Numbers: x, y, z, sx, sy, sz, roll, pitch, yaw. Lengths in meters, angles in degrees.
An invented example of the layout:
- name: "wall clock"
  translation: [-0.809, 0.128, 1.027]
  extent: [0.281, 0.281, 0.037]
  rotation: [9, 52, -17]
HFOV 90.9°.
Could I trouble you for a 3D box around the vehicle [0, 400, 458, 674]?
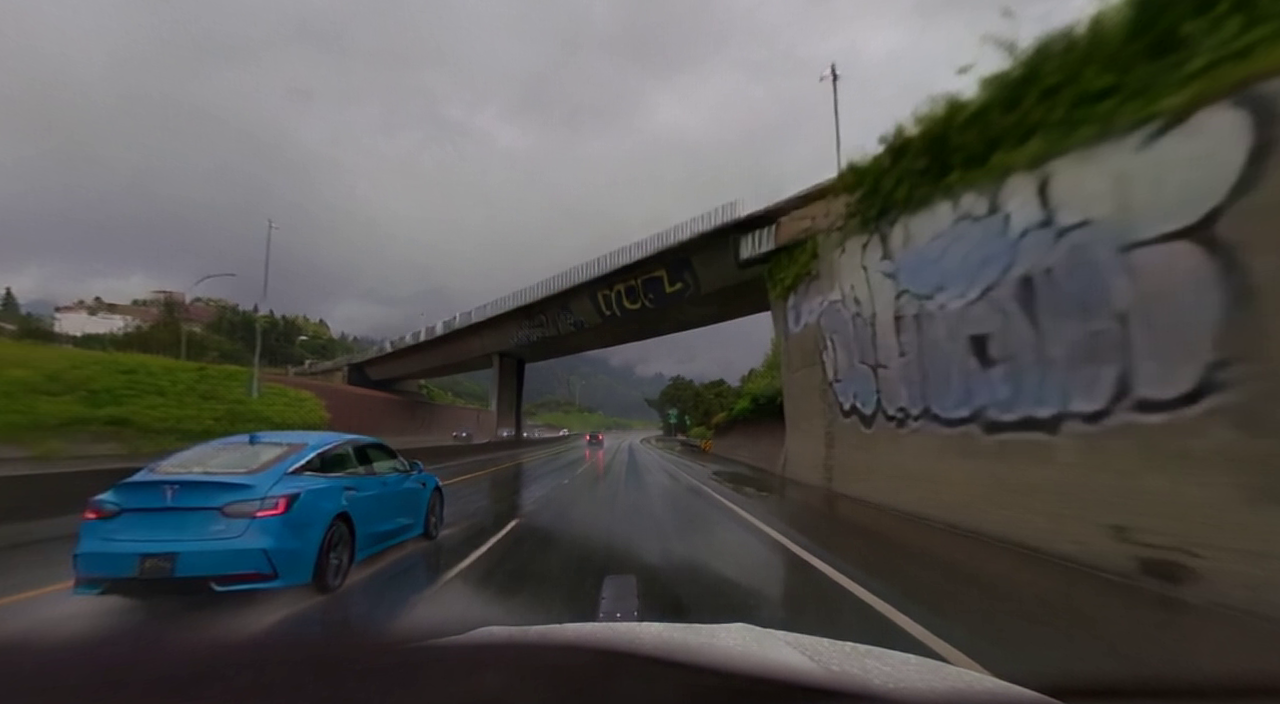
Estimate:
- name: "vehicle"
  translation: [-3.449, 1.365, 5.957]
  extent: [2.108, 1.555, 4.574]
  rotation: [0, -8, 0]
